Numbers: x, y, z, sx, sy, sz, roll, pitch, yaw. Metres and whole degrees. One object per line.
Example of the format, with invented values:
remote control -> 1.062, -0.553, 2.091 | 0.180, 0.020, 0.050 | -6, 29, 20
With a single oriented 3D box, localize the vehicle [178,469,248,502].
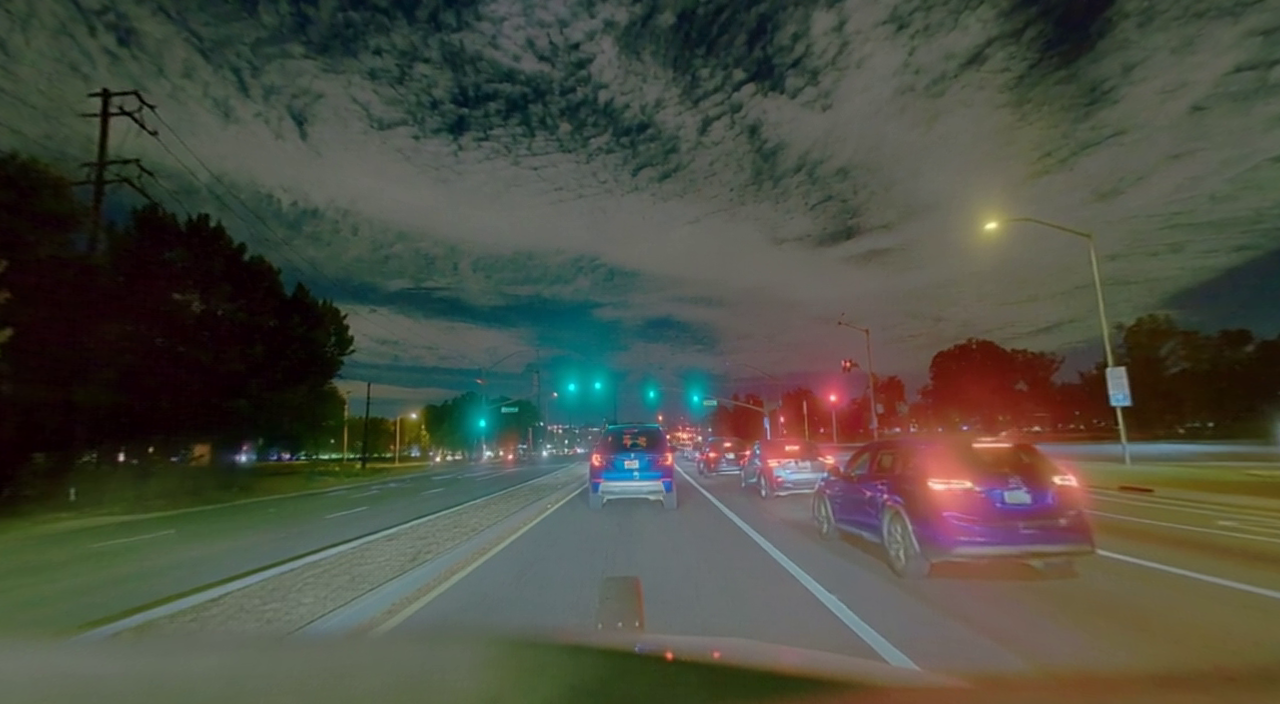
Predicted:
vehicle -> -24.998, 7.760, 36.936 | 3.826, 1.522, 1.741 | -2, -8, 30

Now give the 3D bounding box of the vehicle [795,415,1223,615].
vehicle -> 3.303, 1.543, 6.998 | 1.984, 1.462, 4.513 | 0, -9, 0

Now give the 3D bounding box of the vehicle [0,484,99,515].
vehicle -> -33.361, 8.329, 35.777 | 3.637, 1.483, 2.007 | -1, -7, 1

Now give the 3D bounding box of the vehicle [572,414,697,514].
vehicle -> -0.140, 2.378, 13.839 | 2.300, 1.821, 4.254 | 0, -9, -1
